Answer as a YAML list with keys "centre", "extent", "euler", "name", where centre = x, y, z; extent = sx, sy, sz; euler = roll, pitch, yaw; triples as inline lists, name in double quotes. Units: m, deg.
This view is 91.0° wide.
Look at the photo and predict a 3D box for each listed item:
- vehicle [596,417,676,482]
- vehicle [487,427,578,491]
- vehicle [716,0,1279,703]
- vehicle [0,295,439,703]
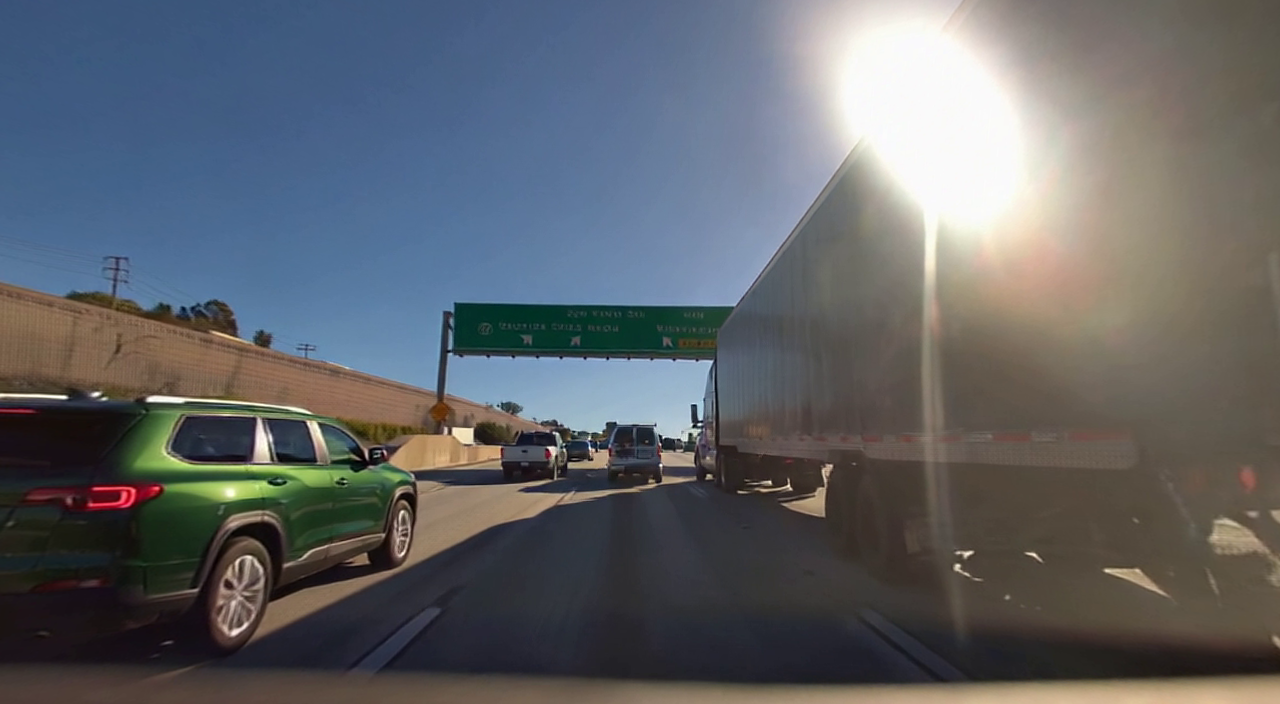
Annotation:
- centre: [-0.167, 3.767, 24.476]
  extent: [2.704, 2.216, 5.804]
  euler: [0, -8, 0]
  name: "vehicle"
- centre: [-3.350, 3.453, 20.651]
  extent: [2.120, 1.812, 4.659]
  euler: [0, -8, 1]
  name: "vehicle"
- centre: [3.552, 0.417, 8.334]
  extent: [2.852, 4.121, 16.210]
  euler: [0, -8, -1]
  name: "vehicle"
- centre: [-3.266, 1.035, 4.236]
  extent: [2.193, 1.803, 4.958]
  euler: [0, -8, 0]
  name: "vehicle"
